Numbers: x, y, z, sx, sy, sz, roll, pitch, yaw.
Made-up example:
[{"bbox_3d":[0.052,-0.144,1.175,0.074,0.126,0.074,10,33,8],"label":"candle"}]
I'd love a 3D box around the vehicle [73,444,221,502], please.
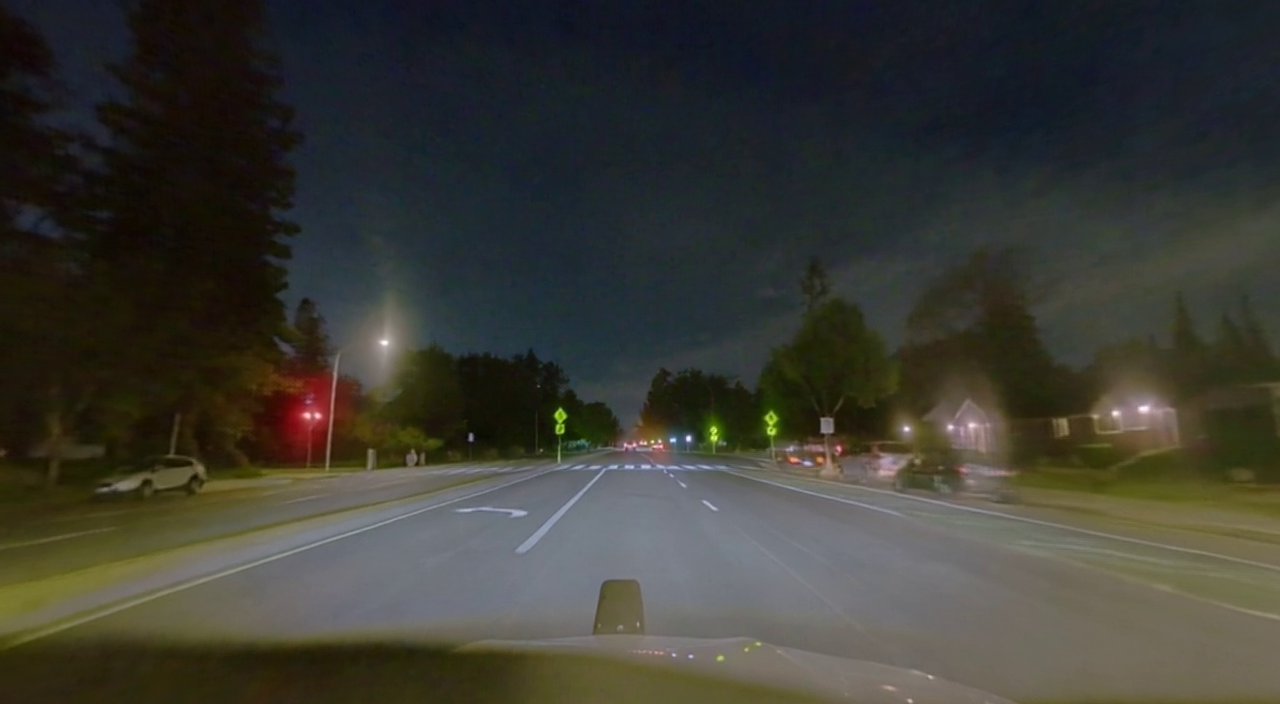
[{"bbox_3d":[-18.281,4.453,23.783,1.994,1.874,4.502,-3,-8,-1],"label":"vehicle"}]

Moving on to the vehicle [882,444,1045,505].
[{"bbox_3d":[8.706,3.300,17.559,1.925,1.454,4.493,1,-9,-4],"label":"vehicle"}]
